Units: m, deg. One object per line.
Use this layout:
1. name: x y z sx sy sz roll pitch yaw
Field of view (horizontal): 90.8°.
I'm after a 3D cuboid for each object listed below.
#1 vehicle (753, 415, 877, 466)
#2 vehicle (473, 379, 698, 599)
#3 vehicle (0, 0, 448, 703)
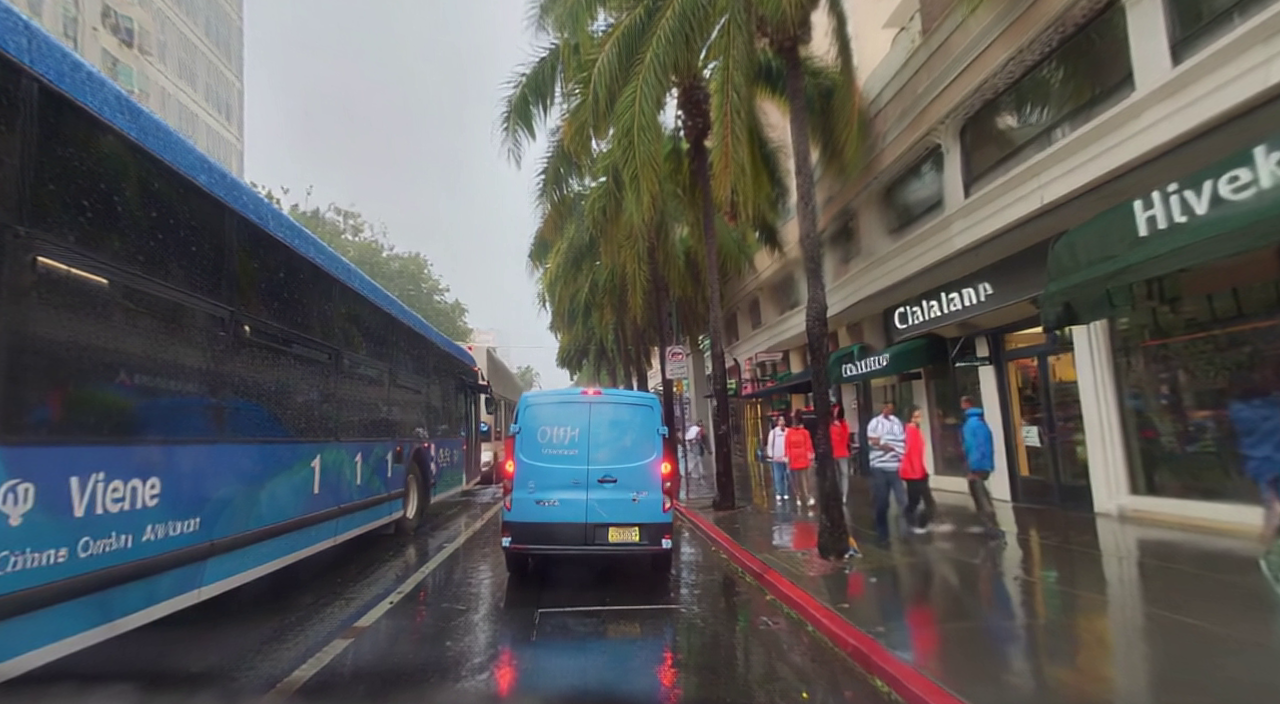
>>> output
1. vehicle: 8.131 4.132 29.667 4.996 2.251 2.283 1 -8 -7
2. vehicle: -0.796 1.520 7.805 2.002 1.907 4.211 1 -9 -9
3. vehicle: -3.807 0.172 3.282 2.863 3.233 11.573 1 -8 -5
